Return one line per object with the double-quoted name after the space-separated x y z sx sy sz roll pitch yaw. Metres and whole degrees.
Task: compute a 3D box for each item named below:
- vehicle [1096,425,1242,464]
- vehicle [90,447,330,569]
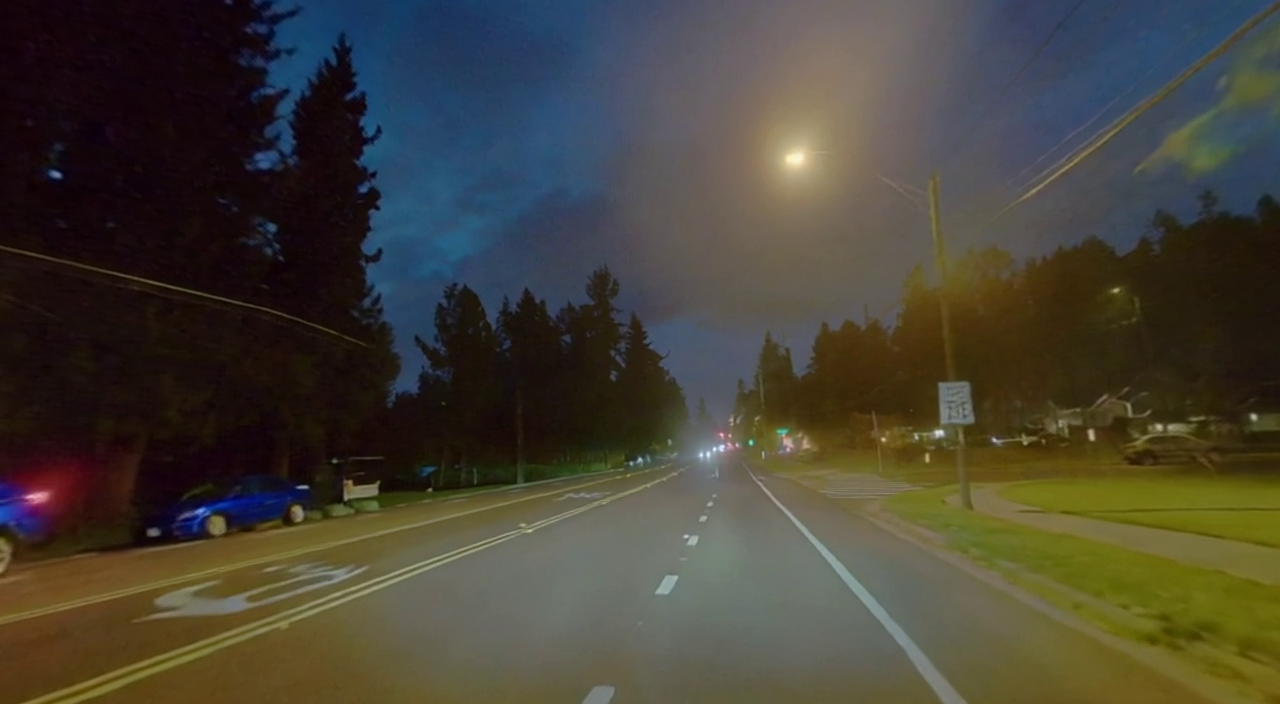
25.936 4.580 31.117 4.955 1.814 2.166 -1 -8 9 "vehicle"
-9.747 3.471 14.835 2.087 1.700 4.467 -5 -1 9 "vehicle"
